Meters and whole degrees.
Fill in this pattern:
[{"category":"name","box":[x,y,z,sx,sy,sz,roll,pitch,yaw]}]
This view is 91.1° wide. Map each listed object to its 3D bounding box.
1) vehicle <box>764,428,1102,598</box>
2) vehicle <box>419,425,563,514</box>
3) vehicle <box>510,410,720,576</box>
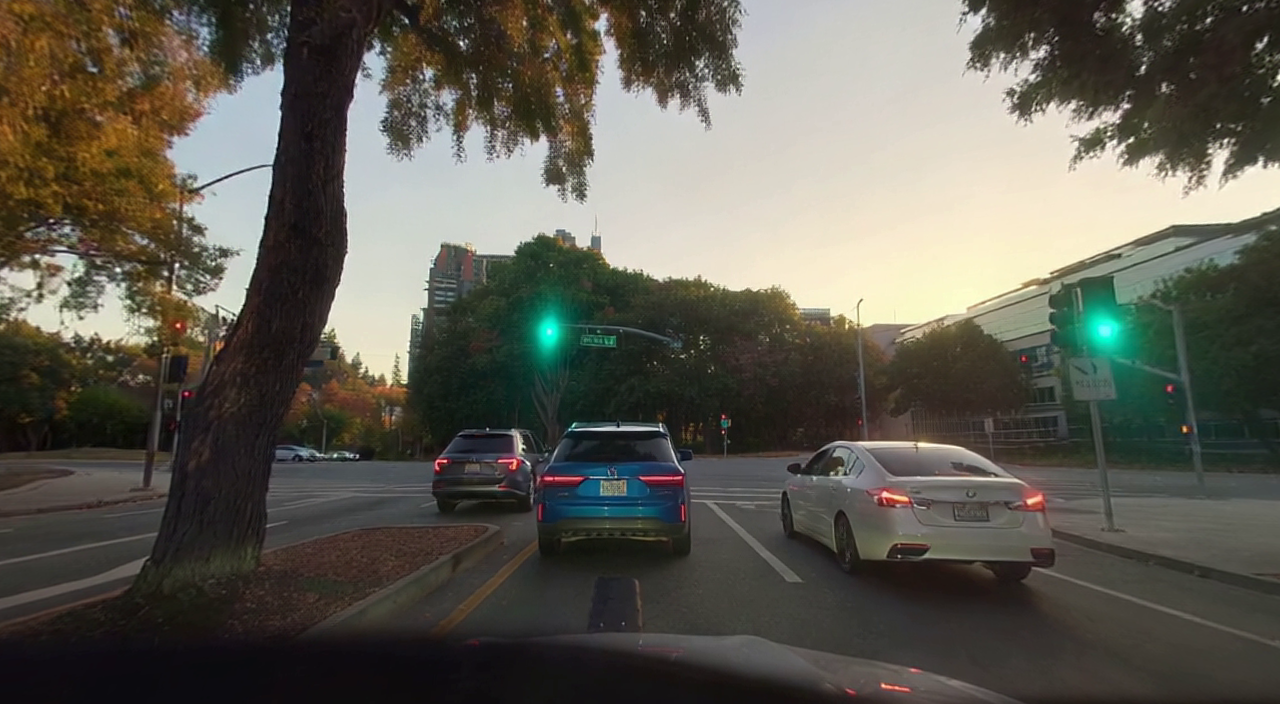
[{"category":"vehicle","box":[3.019,1.753,7.828,2.056,1.468,4.520,0,-8,0]},{"category":"vehicle","box":[-3.014,2.482,13.691,1.987,1.633,4.005,0,-8,3]},{"category":"vehicle","box":[-0.237,1.738,8.509,2.108,1.654,4.235,0,-8,1]}]
